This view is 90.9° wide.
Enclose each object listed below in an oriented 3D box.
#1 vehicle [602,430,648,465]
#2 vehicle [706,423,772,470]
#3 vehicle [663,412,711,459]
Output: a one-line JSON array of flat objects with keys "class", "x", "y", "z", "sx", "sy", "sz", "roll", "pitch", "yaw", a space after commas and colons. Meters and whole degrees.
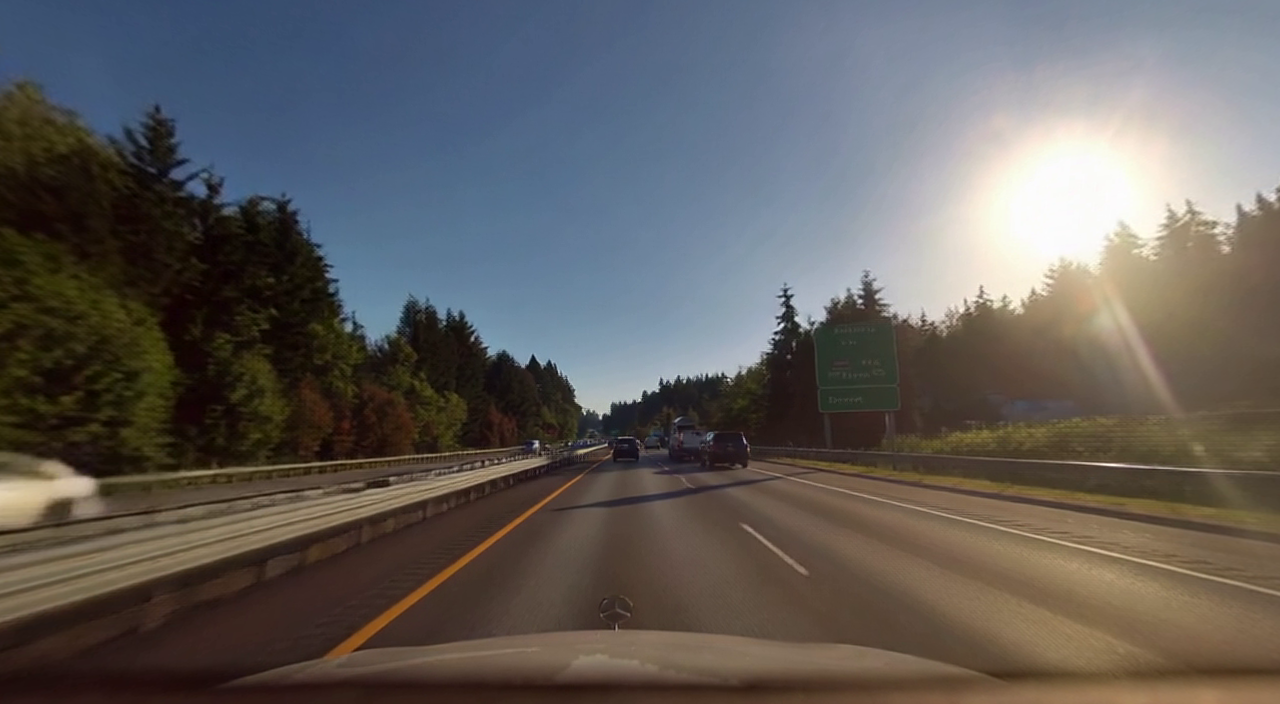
[{"class": "vehicle", "x": -0.771, "y": 4.879, "z": 32.490, "sx": 2.206, "sy": 1.681, "sz": 4.111, "roll": 0, "pitch": -8, "yaw": -1}, {"class": "vehicle", "x": 4.327, "y": 4.189, "z": 28.212, "sx": 2.073, "sy": 1.905, "sz": 4.023, "roll": 0, "pitch": -8, "yaw": -3}, {"class": "vehicle", "x": 3.166, "y": 5.904, "z": 44.673, "sx": 2.728, "sy": 3.053, "sz": 7.708, "roll": 0, "pitch": -8, "yaw": -1}]
